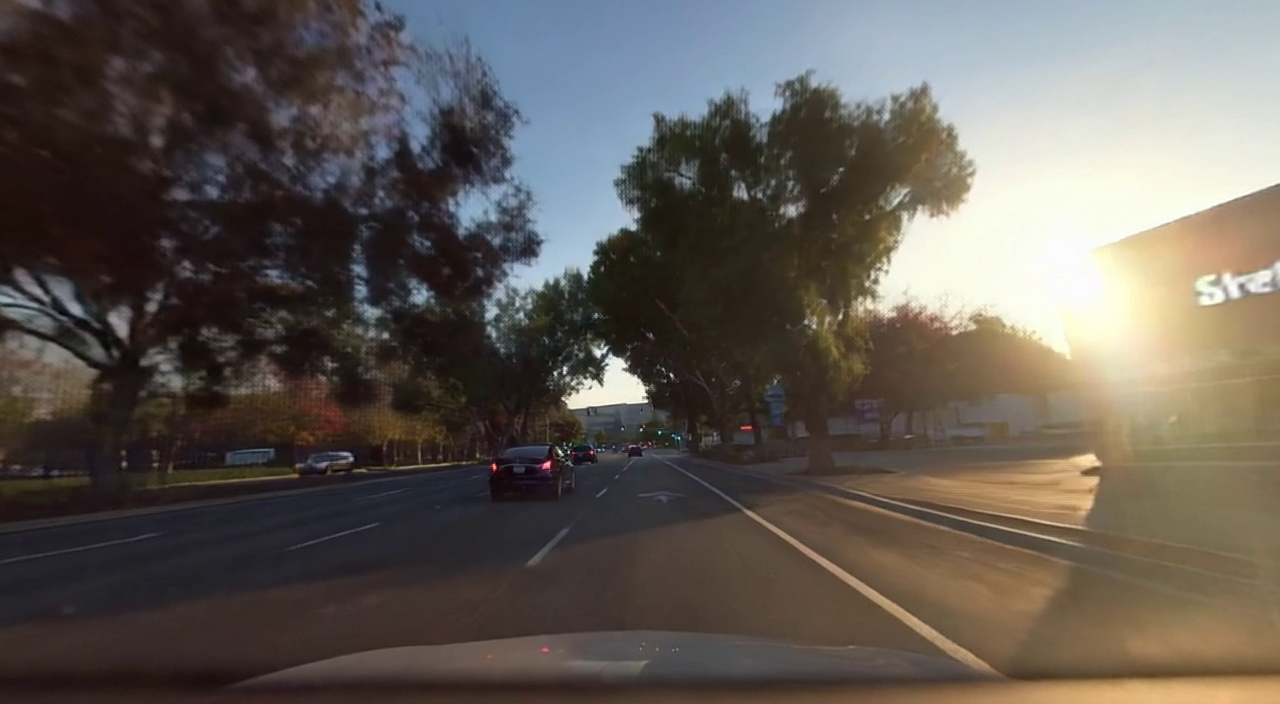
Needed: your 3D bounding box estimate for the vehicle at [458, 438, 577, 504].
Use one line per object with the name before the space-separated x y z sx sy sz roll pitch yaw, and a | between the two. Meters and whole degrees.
vehicle | -3.031 3.063 16.663 2.152 1.479 4.394 0 -9 2
